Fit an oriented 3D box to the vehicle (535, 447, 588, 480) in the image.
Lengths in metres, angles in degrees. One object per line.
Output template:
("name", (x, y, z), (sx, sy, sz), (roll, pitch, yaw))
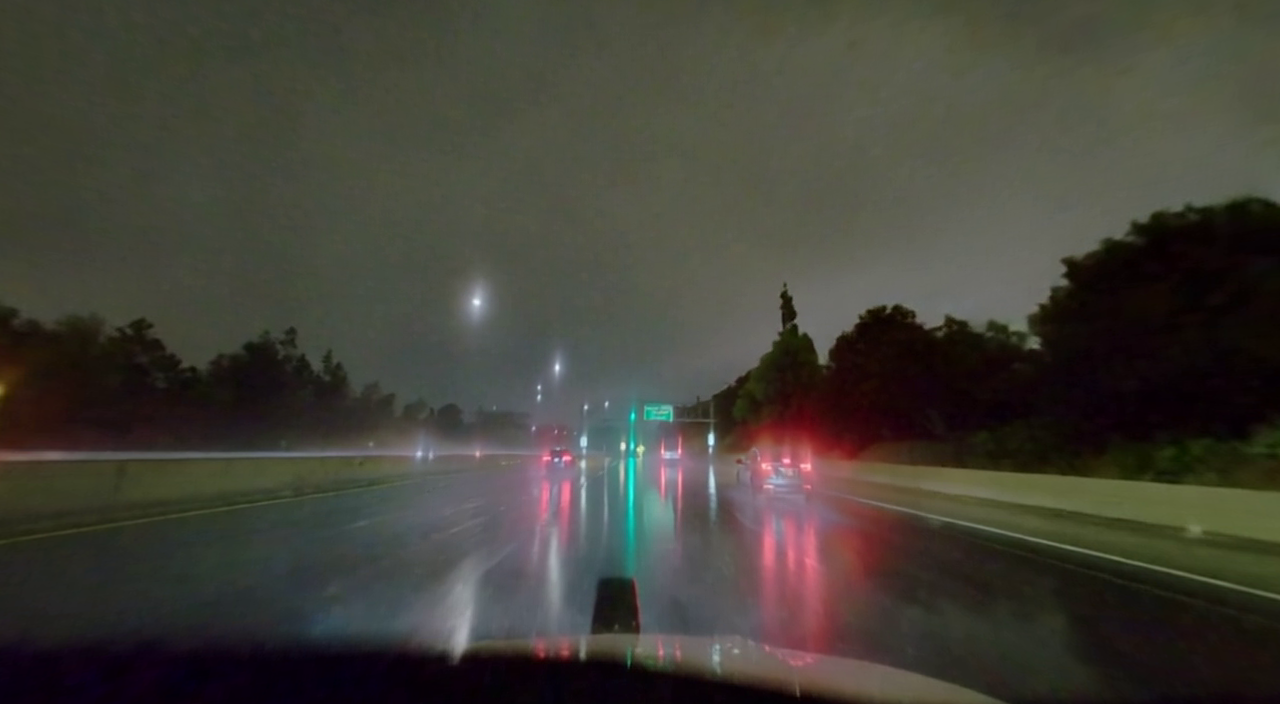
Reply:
("vehicle", (-3.771, 5.442, 31.177), (2.037, 1.514, 4.335), (0, -9, 0))
